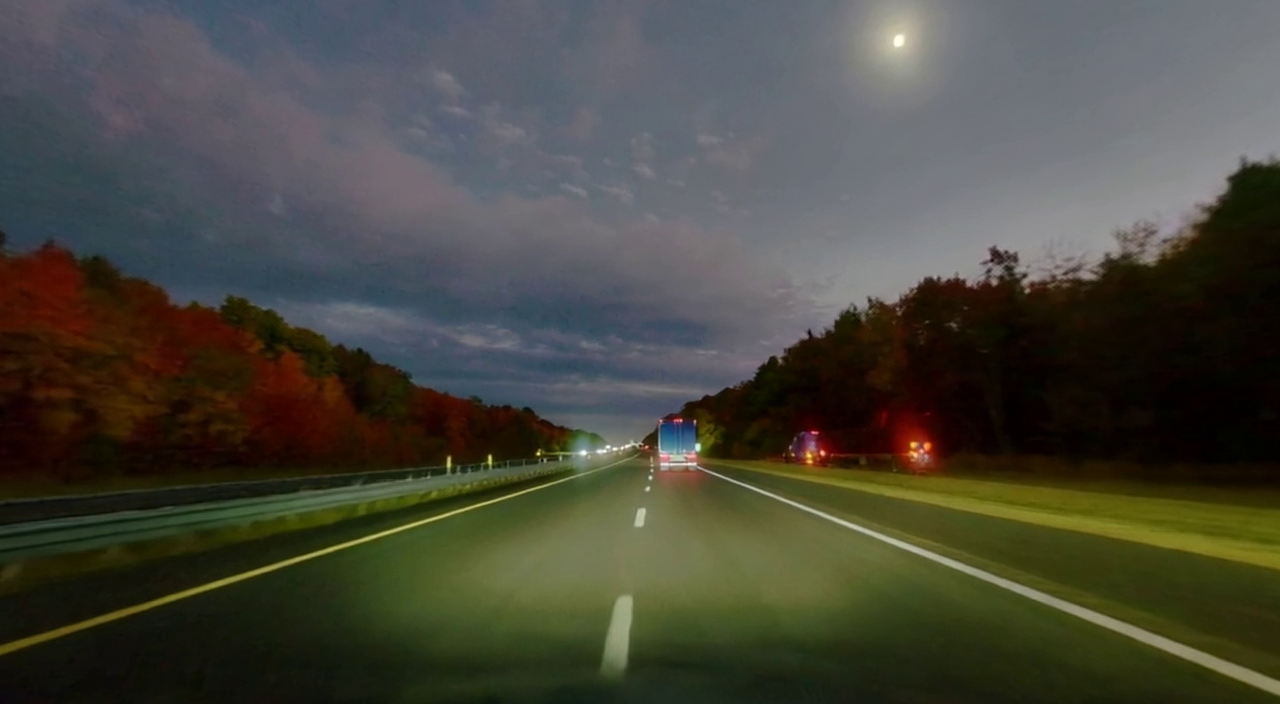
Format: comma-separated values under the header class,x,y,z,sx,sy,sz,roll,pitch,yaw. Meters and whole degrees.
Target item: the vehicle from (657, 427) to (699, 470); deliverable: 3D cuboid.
class,x,y,z,sx,sy,sz,roll,pitch,yaw
vehicle,2.750,7.311,47.289,2.697,2.980,6.749,0,-9,0
